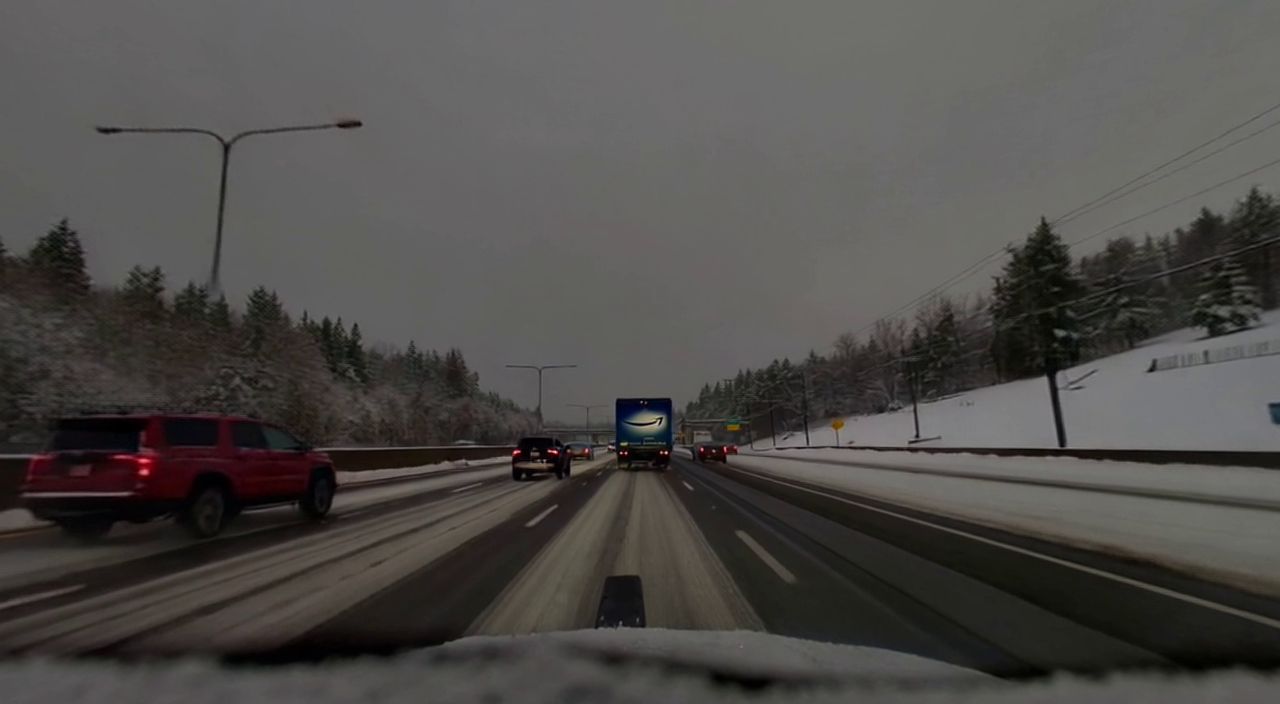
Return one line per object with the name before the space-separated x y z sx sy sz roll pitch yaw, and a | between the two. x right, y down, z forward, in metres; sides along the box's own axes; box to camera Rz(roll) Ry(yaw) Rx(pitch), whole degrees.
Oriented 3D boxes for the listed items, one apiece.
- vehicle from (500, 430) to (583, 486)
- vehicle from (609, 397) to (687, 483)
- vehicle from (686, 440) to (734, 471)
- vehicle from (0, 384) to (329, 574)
vehicle | -3.180 3.545 21.338 2.095 1.688 4.188 0 -9 0
vehicle | 0.251 3.273 23.221 2.456 2.705 6.251 0 -9 0
vehicle | 3.703 5.546 33.896 1.970 1.499 4.491 1 -8 -1
vehicle | -6.730 1.620 8.815 2.101 1.858 5.071 0 -8 0
